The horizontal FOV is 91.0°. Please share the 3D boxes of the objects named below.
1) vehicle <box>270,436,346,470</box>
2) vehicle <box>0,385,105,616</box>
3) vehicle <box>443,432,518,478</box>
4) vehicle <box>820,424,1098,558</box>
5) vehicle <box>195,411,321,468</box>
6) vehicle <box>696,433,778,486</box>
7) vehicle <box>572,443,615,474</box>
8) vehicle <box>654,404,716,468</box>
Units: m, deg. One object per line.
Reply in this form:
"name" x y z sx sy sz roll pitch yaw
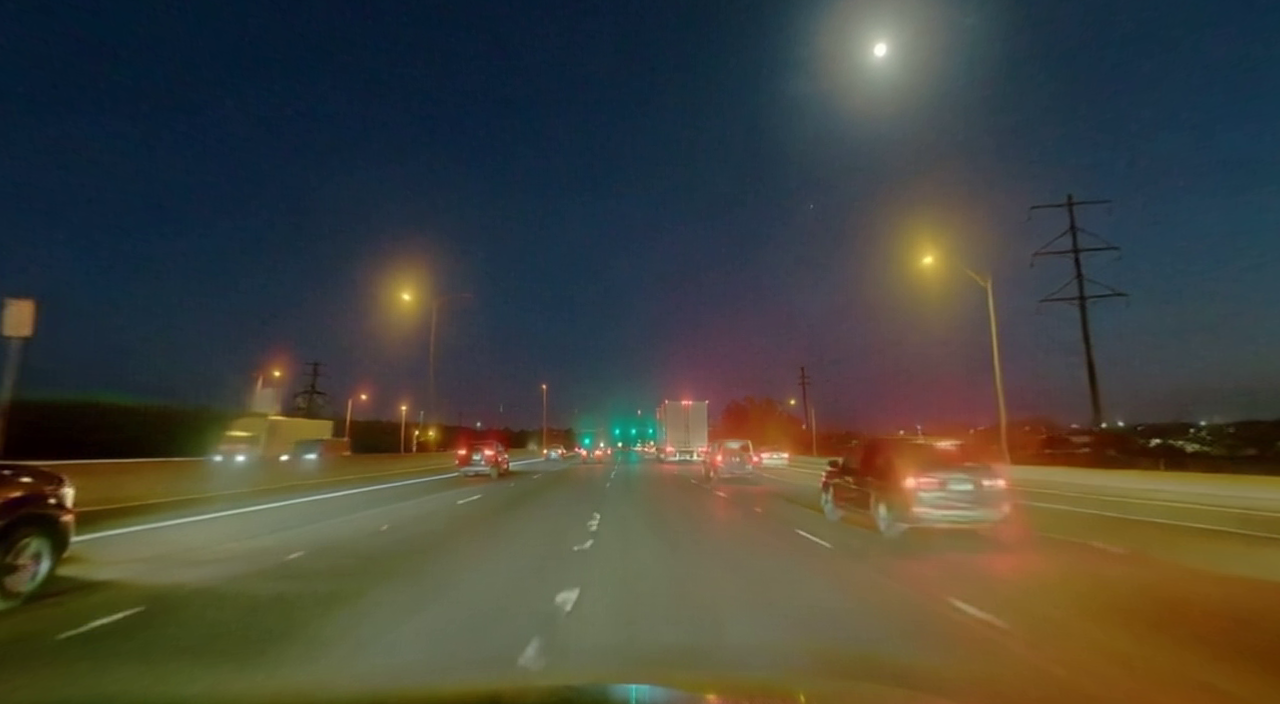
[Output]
"vehicle" -15.738 4.805 30.070 1.665 1.476 3.651 0 -8 -1
"vehicle" -5.779 0.895 3.303 2.127 1.705 4.374 1 -9 -2
"vehicle" -6.843 4.481 27.632 2.147 1.825 4.602 1 -8 -1
"vehicle" 4.505 2.014 9.830 1.978 1.607 4.245 1 -9 -2
"vehicle" -29.605 6.946 49.811 3.018 3.937 11.431 1 -9 -2
"vehicle" 3.566 4.074 24.170 2.182 1.782 4.800 1 -9 -2
"vehicle" -2.426 5.700 34.015 2.060 1.508 4.308 1 -8 -1
"vehicle" 2.961 6.089 45.185 3.045 3.923 11.834 1 -9 -2
